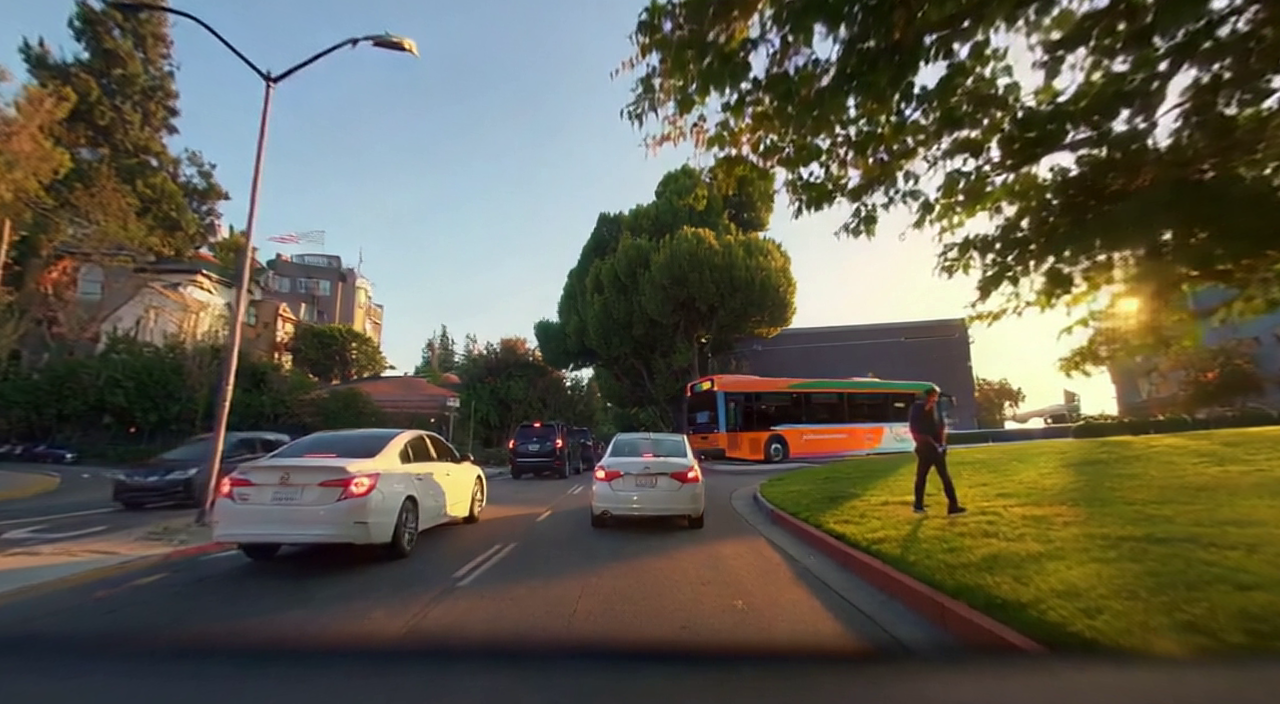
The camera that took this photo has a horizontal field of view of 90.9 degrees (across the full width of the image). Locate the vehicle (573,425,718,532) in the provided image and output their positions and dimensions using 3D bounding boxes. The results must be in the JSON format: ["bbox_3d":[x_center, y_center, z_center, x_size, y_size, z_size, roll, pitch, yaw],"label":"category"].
[{"bbox_3d":[0.136,2.054,10.826,2.020,1.478,3.922,0,-8,2],"label":"vehicle"}]

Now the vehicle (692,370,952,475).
[{"bbox_3d":[6.960,2.694,23.503,9.977,3.303,2.948,4,-9,-28],"label":"vehicle"}]

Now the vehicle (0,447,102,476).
[{"bbox_3d":[-32.161,5.877,34.127,4.473,1.442,1.743,6,-11,-39],"label":"vehicle"}]

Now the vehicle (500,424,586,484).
[{"bbox_3d":[-3.101,3.370,21.168,2.017,1.761,4.572,0,-8,2],"label":"vehicle"}]

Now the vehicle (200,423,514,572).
[{"bbox_3d":[-3.351,1.797,8.703,1.953,1.480,4.522,-1,-8,5],"label":"vehicle"}]
